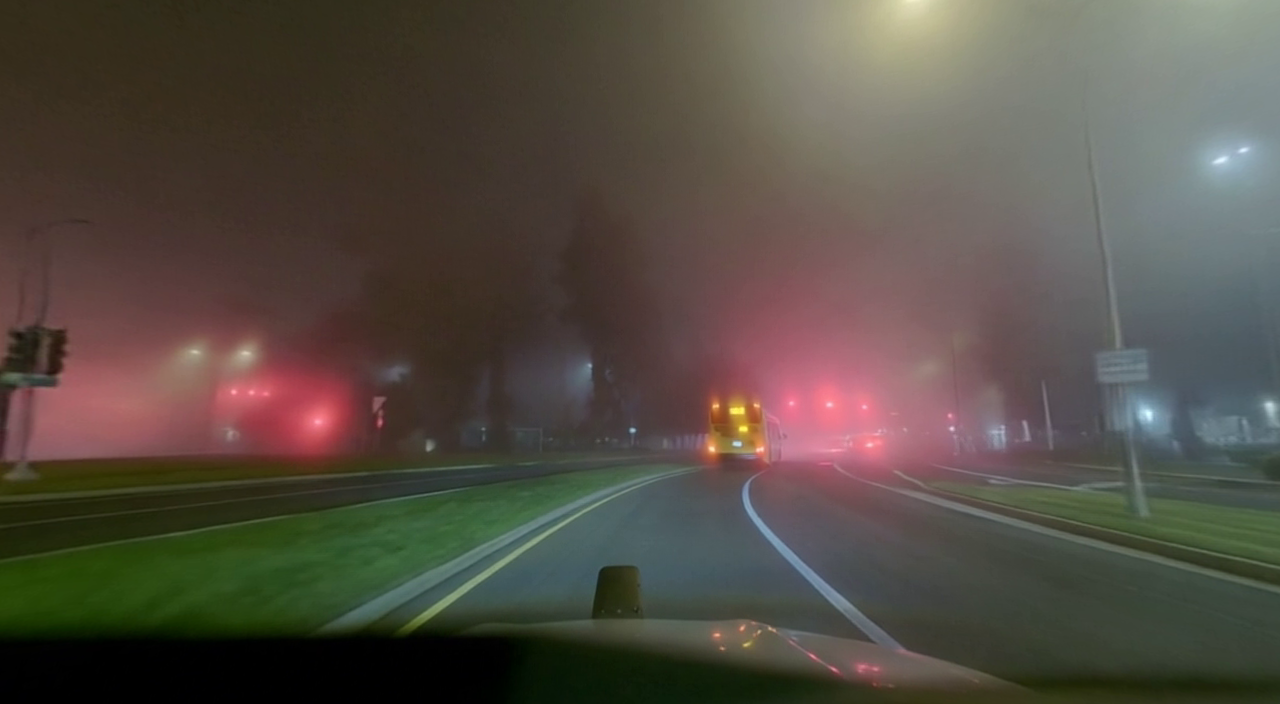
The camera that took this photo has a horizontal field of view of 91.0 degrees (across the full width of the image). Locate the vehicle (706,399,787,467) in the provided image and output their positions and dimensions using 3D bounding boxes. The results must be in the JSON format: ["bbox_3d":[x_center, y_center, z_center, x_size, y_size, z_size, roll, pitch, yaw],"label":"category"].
[{"bbox_3d":[6.622,4.948,37.436,3.031,3.429,11.005,-3,-9,18],"label":"vehicle"}]
